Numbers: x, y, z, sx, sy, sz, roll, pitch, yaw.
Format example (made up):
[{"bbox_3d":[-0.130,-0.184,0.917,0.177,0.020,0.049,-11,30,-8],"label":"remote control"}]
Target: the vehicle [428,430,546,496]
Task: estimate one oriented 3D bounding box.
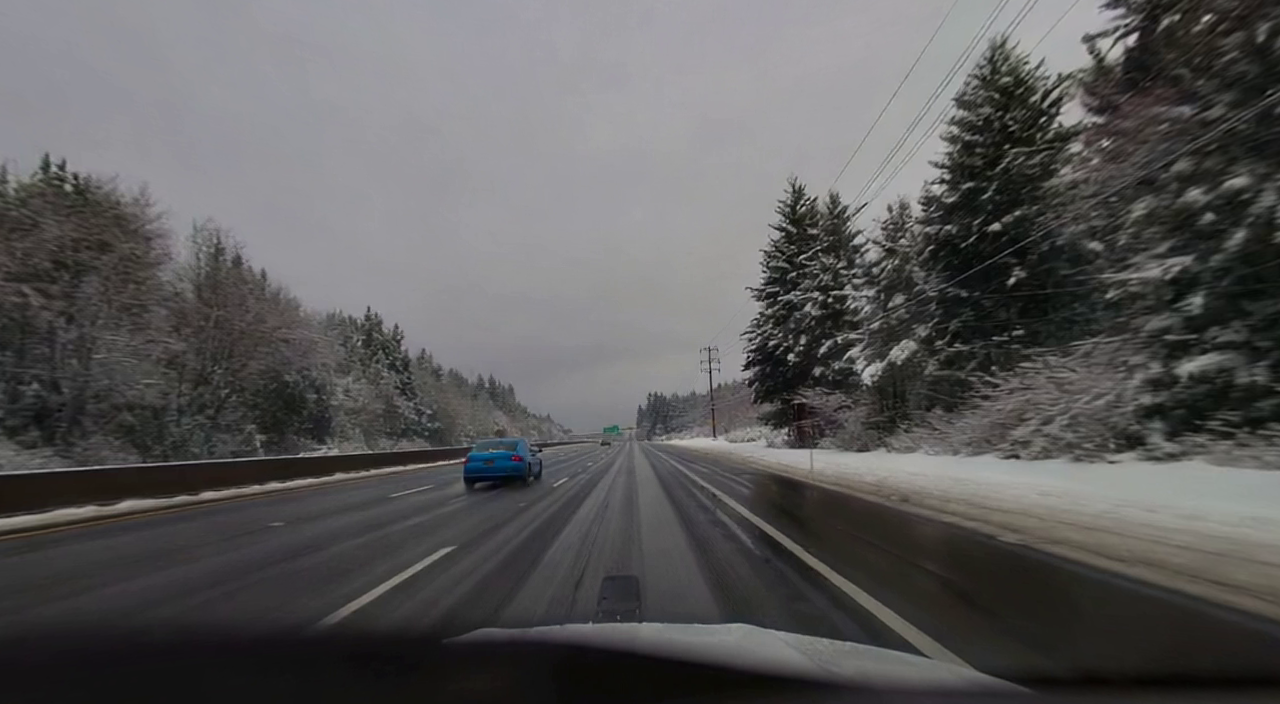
[{"bbox_3d":[-3.773,2.803,16.404,2.025,1.475,4.379,0,-8,-1],"label":"vehicle"}]
